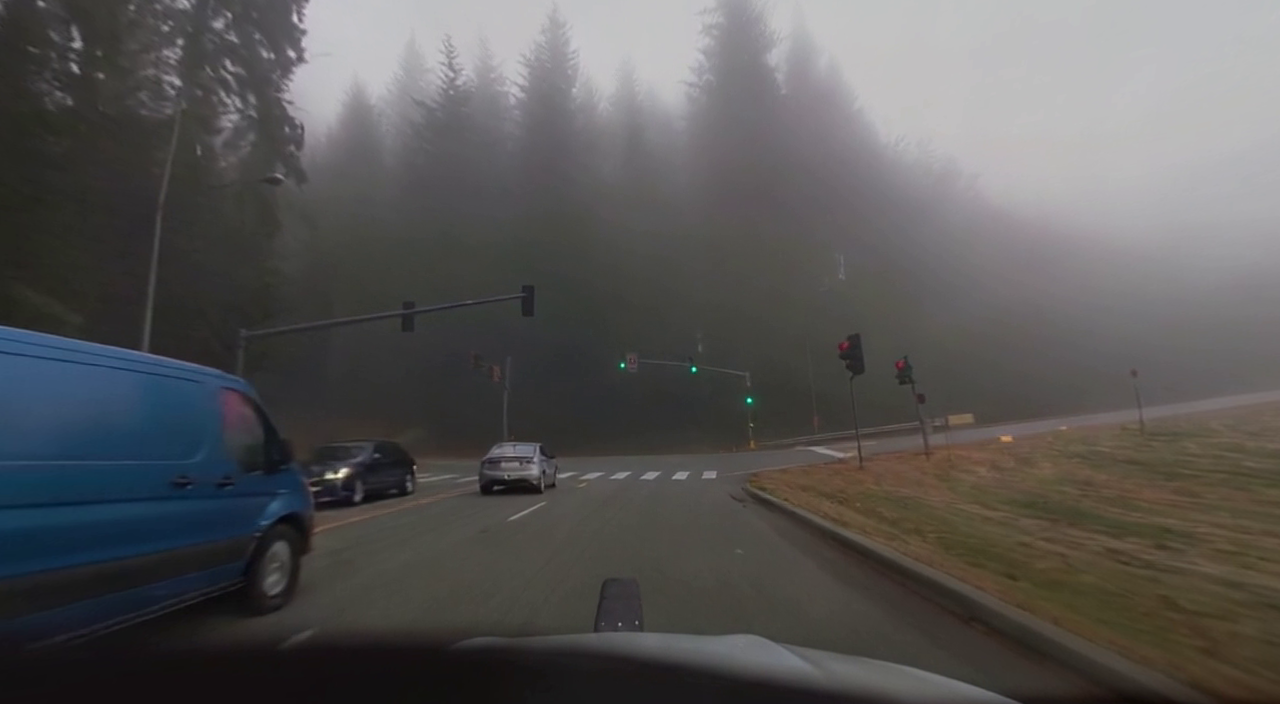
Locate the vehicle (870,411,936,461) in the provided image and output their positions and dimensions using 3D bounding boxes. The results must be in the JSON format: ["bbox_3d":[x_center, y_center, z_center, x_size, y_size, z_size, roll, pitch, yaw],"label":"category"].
[{"bbox_3d":[10.337,3.318,24.737,2.434,1.886,1.216,6,-11,-36],"label":"vehicle"}]

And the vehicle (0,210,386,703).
[{"bbox_3d":[-3.522,0.702,3.087,2.362,2.185,5.212,0,-8,0],"label":"vehicle"}]

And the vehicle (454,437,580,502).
[{"bbox_3d":[-3.090,3.068,16.967,2.088,1.484,4.572,-1,-8,5],"label":"vehicle"}]
